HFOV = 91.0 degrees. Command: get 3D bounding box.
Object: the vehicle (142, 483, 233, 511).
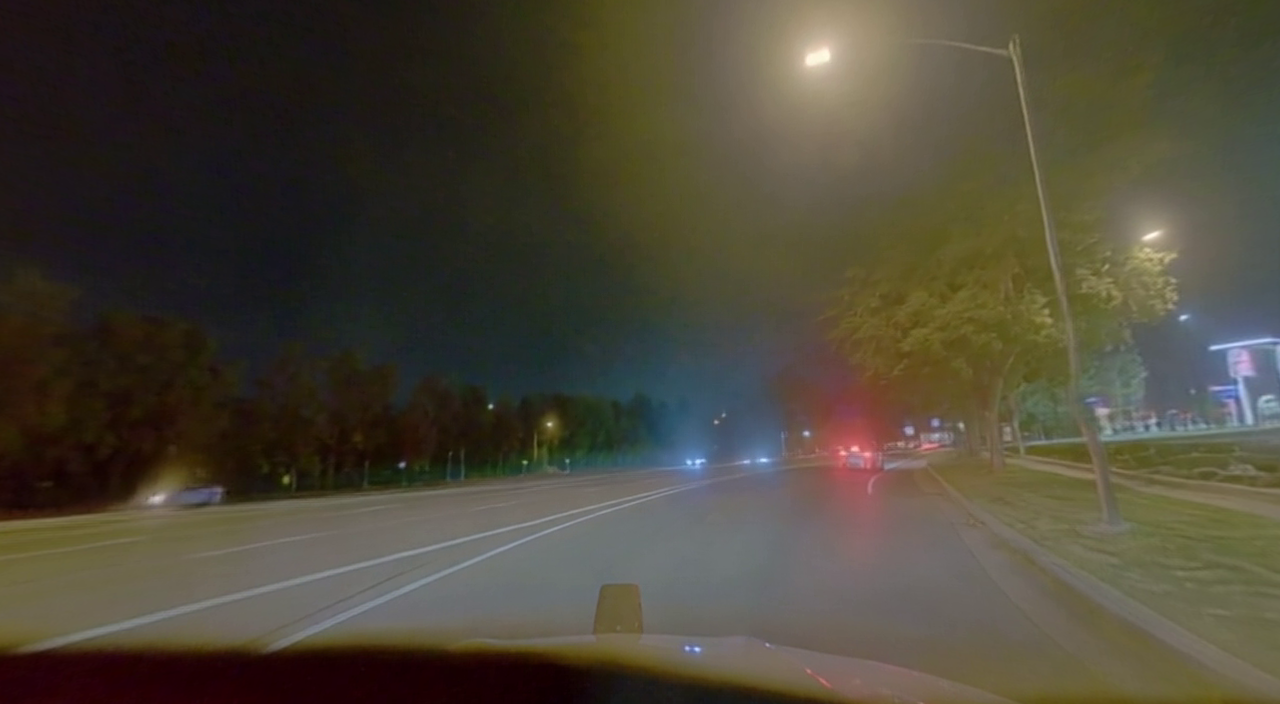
[{"bbox_3d":[-31.269,10.010,43.628,1.824,1.478,4.676,-4,-10,27],"label":"vehicle"}]
